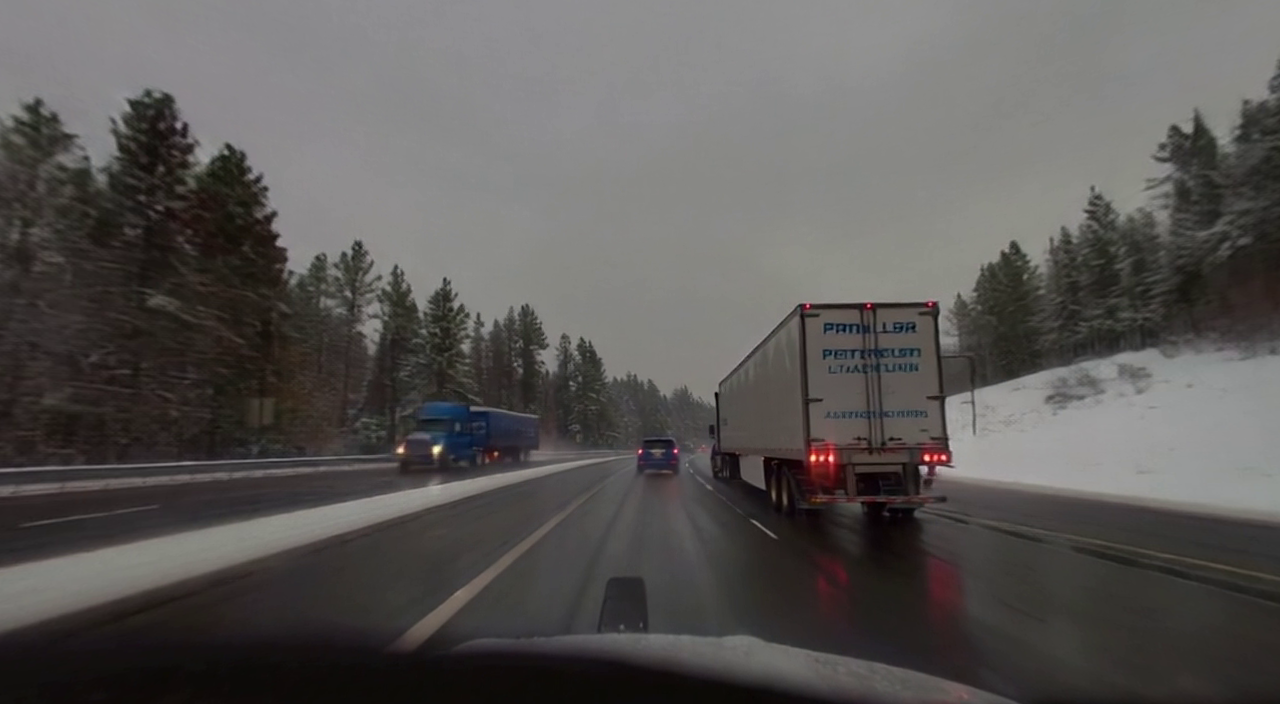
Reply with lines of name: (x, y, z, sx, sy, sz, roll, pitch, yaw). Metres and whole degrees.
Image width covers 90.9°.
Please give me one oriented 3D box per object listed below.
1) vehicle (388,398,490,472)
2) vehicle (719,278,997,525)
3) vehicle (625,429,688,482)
vehicle: (-12.000, 5.144, 38.712, 3.038, 3.995, 8.330, -1, -8, 4)
vehicle: (4.647, 2.060, 18.915, 2.899, 4.160, 16.621, -1, -9, 2)
vehicle: (0.651, 4.034, 24.776, 2.222, 1.848, 4.610, -1, -8, 2)
